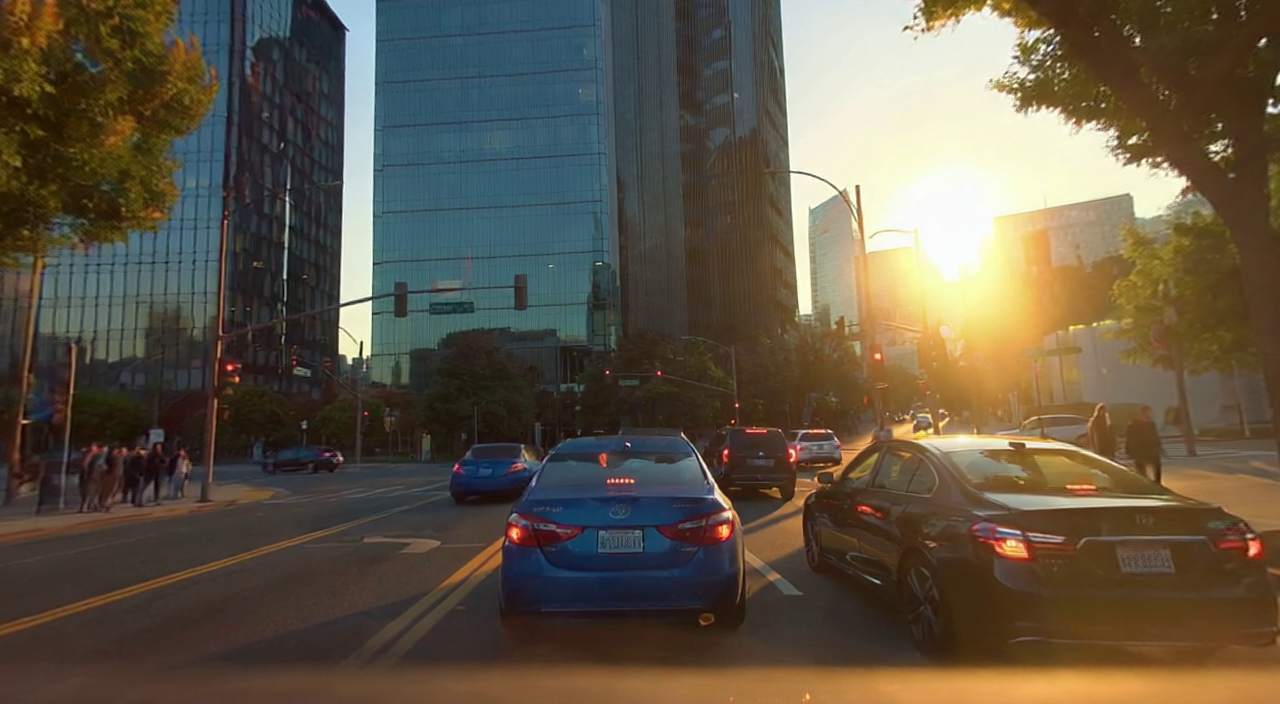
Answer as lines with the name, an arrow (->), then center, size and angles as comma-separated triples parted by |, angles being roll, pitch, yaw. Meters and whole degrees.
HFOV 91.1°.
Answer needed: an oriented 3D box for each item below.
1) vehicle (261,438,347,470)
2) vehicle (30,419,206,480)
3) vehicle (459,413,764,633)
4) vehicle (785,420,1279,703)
vehicle -> -20.507, 6.207, 38.358 | 4.294, 1.819, 2.043 | -3, -9, 17
vehicle -> -26.747, 5.012, 32.372 | 6.756, 2.955, 2.367 | 0, -8, 0
vehicle -> -0.270, 1.464, 6.392 | 2.072, 1.476, 4.078 | 0, -8, -2
vehicle -> 2.747, 1.406, 5.439 | 1.952, 1.464, 4.165 | 0, -8, -1
